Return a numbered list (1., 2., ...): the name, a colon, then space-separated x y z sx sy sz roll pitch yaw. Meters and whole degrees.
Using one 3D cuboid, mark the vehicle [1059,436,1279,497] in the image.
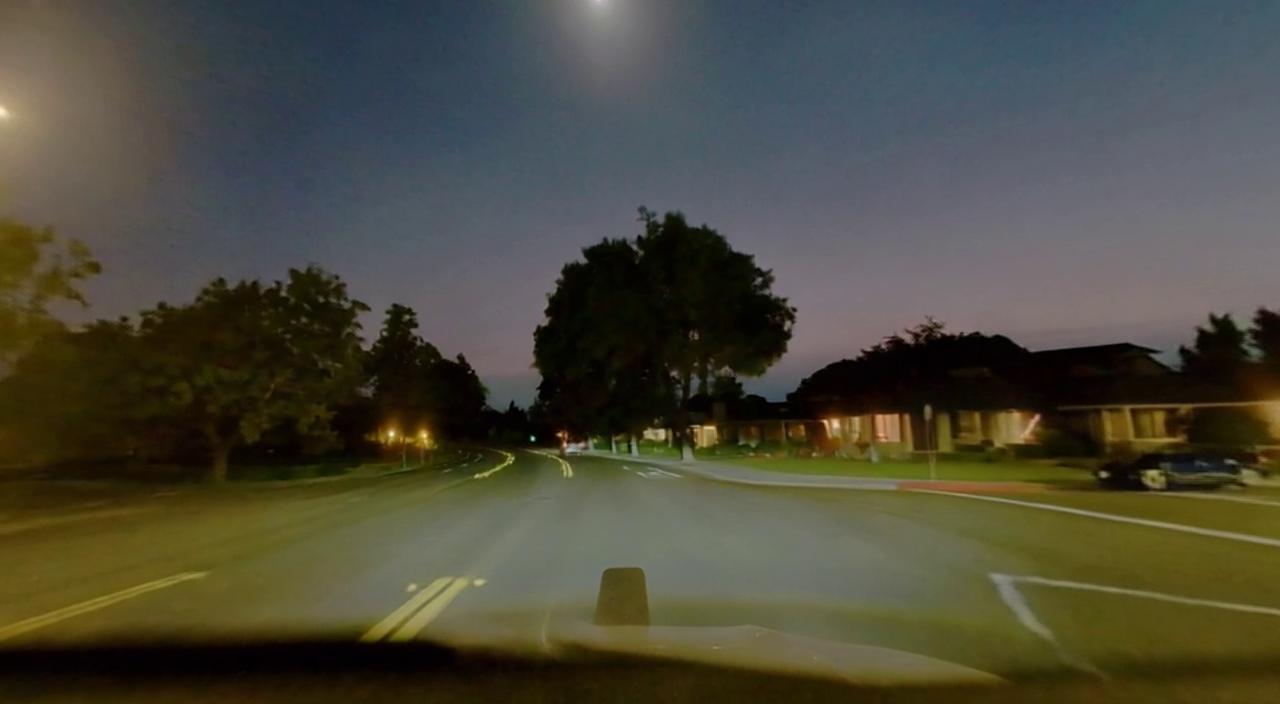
1. vehicle: 13.961 2.930 16.318 4.737 1.447 1.766 -2 -9 11
